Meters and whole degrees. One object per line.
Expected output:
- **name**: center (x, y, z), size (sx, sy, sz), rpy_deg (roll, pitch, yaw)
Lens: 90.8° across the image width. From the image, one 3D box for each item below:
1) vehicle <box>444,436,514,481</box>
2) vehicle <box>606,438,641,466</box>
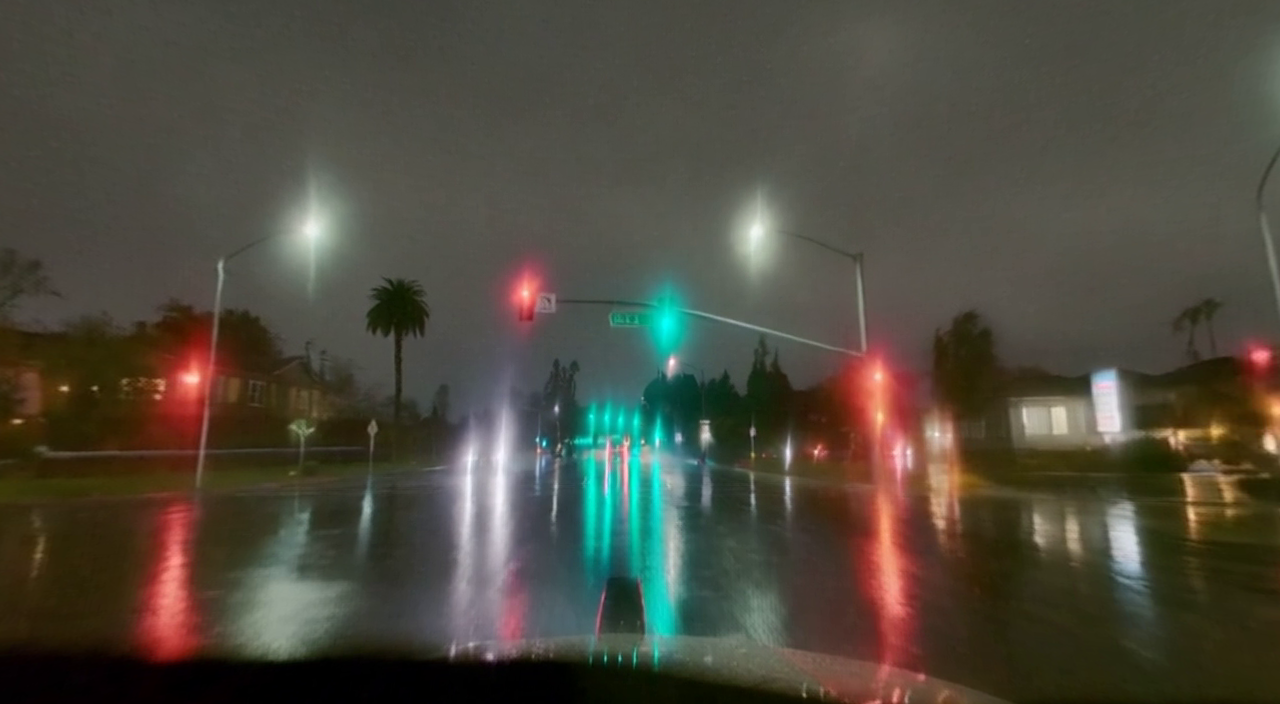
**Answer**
- **vehicle**: center (-6.630, 4.422, 26.445), size (1.983, 1.684, 3.938), rpy_deg (0, -8, -1)
- **vehicle**: center (-1.221, 6.995, 44.282), size (2.248, 1.833, 4.798), rpy_deg (0, -8, -3)
